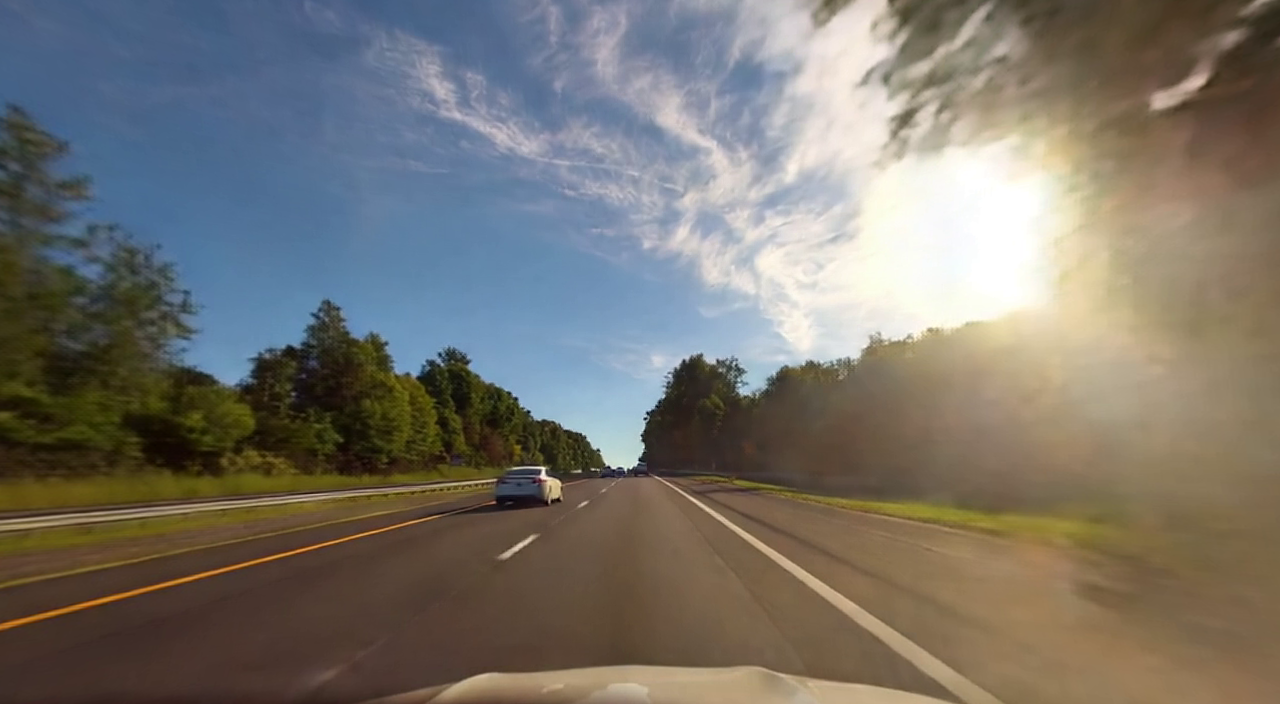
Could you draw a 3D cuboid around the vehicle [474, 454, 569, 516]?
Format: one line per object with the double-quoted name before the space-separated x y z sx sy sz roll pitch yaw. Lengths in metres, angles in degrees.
"vehicle" -3.304 3.830 18.441 1.900 1.550 4.146 1 -10 1
